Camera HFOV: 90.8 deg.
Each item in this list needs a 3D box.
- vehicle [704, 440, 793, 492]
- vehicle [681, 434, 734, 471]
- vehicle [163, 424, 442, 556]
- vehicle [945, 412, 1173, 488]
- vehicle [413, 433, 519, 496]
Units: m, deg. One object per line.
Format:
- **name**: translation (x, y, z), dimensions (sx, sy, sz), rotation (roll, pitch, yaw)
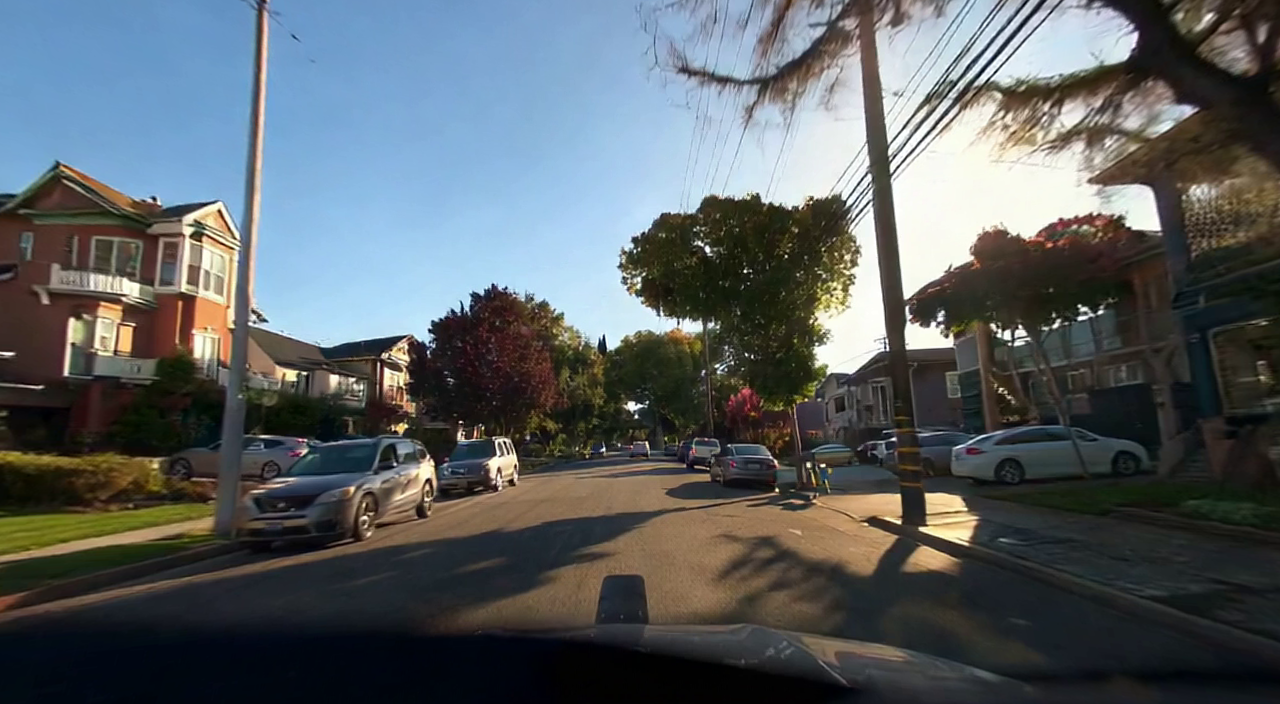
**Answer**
- **vehicle**: translation (3.384, 3.673, 20.787), dimensions (2.008, 1.482, 4.891), rotation (0, -8, -1)
- **vehicle**: translation (3.500, 5.362, 33.884), dimensions (2.280, 1.820, 5.001), rotation (0, -8, 0)
- **vehicle**: translation (-5.396, 2.169, 11.097), dimensions (2.275, 1.781, 4.682), rotation (1, -7, 0)
- **vehicle**: translation (11.387, 2.673, 17.435), dimensions (4.776, 1.602, 1.968), rotation (-4, -8, 0)
- **vehicle**: translation (-5.280, 3.480, 19.849), dimensions (2.103, 1.731, 4.197), rotation (0, -9, 0)
